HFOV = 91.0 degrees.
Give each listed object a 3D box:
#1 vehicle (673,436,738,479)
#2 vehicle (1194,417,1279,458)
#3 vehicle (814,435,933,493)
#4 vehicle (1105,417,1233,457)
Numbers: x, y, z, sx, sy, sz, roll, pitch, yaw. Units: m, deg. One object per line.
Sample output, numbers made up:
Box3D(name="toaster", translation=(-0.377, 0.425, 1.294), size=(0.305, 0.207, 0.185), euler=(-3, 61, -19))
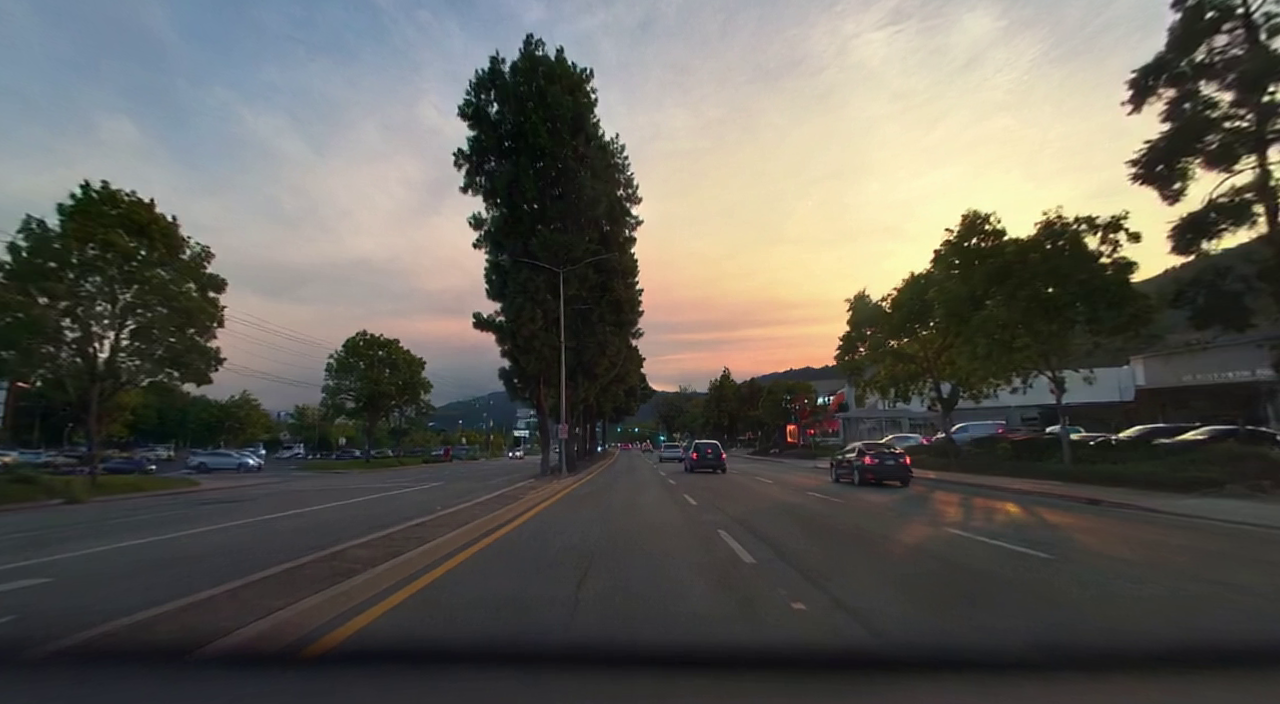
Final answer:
Box3D(name="vehicle", translation=(2.663, 4.435, 26.742), size=(2.161, 1.676, 4.151), euler=(0, -9, -2))
Box3D(name="vehicle", translation=(23.558, 3.242, 23.727), size=(3.676, 1.491, 1.726), euler=(1, -9, -2))
Box3D(name="vehicle", translation=(6.874, 3.340, 19.077), size=(1.886, 1.528, 4.169), euler=(0, -9, -2))
Box3D(name="vehicle", translation=(23.229, 3.777, 27.745), size=(3.833, 1.678, 1.975), euler=(0, -9, -2))
